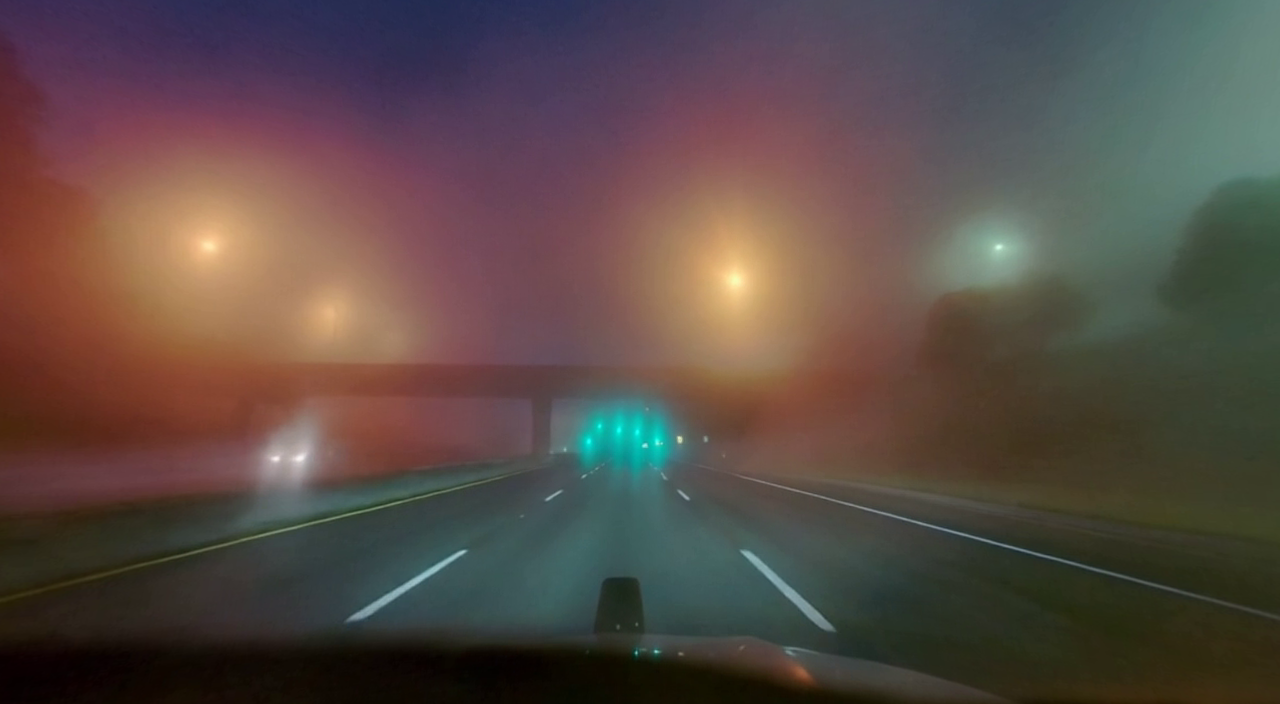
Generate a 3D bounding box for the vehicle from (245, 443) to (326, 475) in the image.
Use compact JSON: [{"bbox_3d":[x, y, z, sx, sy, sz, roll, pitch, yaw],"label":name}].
[{"bbox_3d":[-21.778,6.580,39.114,2.145,1.860,4.909,0,-9,0],"label":"vehicle"}]
